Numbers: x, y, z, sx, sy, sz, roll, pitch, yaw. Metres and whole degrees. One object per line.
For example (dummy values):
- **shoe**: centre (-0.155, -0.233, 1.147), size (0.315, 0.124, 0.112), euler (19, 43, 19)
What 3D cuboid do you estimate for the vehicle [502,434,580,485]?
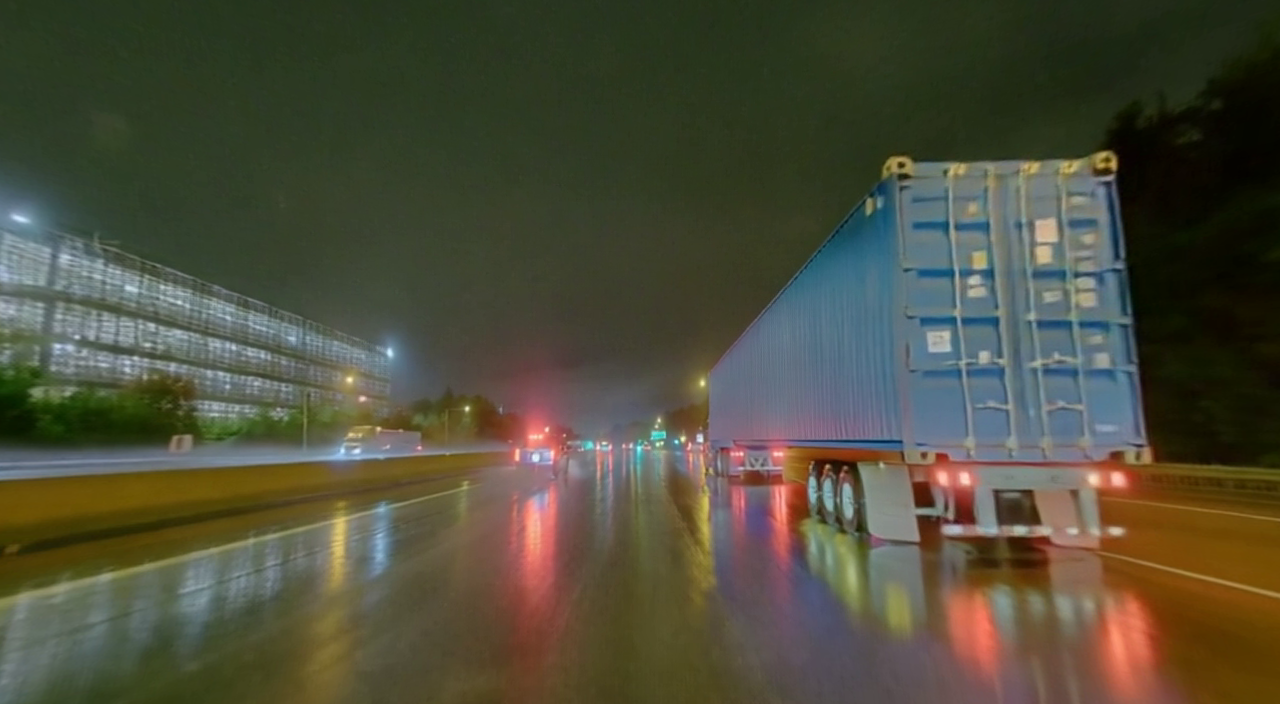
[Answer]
- **vehicle**: centre (-3.223, 3.598, 21.287), size (1.954, 1.528, 4.010), euler (0, -9, 0)

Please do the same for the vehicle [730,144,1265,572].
- **vehicle**: centre (4.151, 0.952, 12.572), size (2.893, 3.992, 13.605), euler (0, -8, 1)
